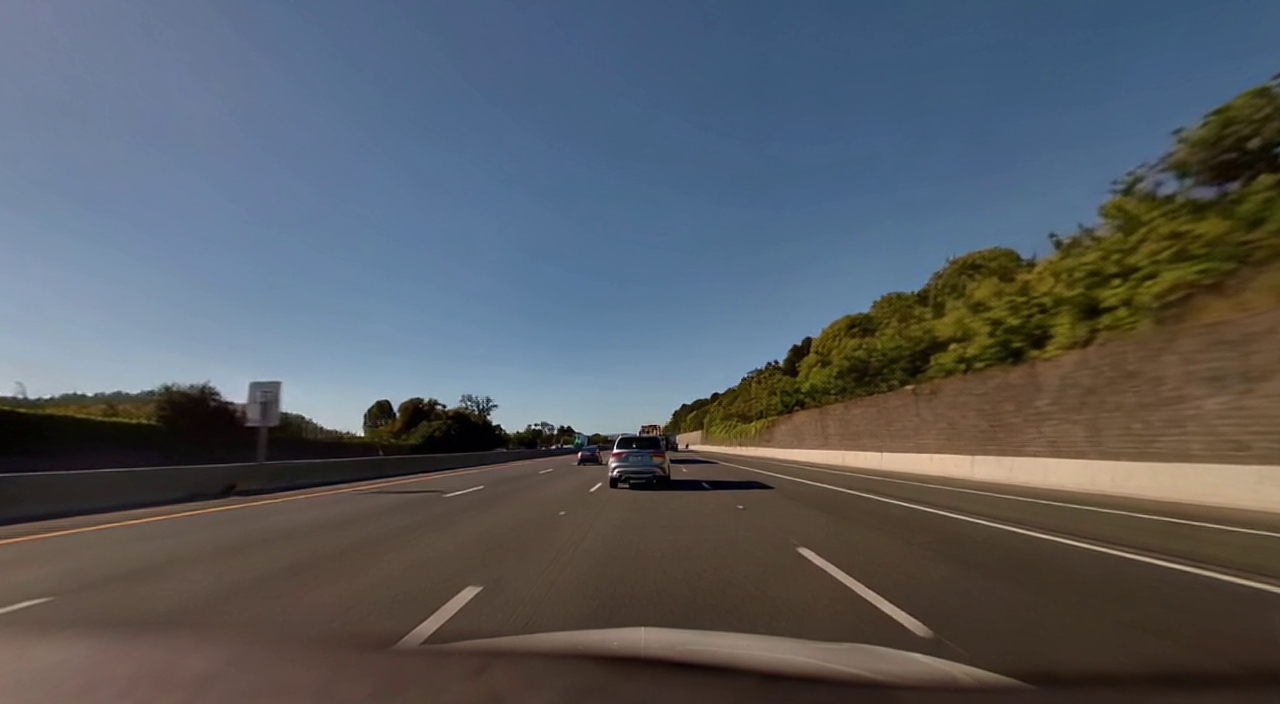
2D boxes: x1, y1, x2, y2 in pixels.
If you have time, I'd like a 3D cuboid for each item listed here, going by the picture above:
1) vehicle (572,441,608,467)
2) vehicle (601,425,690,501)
[{"bbox_3d":[-3.199,6.585,40.987,1.927,1.555,3.959,0,-8,1],"label":"vehicle"},{"bbox_3d":[0.118,2.974,17.324,2.114,1.787,4.365,0,-8,0],"label":"vehicle"}]
